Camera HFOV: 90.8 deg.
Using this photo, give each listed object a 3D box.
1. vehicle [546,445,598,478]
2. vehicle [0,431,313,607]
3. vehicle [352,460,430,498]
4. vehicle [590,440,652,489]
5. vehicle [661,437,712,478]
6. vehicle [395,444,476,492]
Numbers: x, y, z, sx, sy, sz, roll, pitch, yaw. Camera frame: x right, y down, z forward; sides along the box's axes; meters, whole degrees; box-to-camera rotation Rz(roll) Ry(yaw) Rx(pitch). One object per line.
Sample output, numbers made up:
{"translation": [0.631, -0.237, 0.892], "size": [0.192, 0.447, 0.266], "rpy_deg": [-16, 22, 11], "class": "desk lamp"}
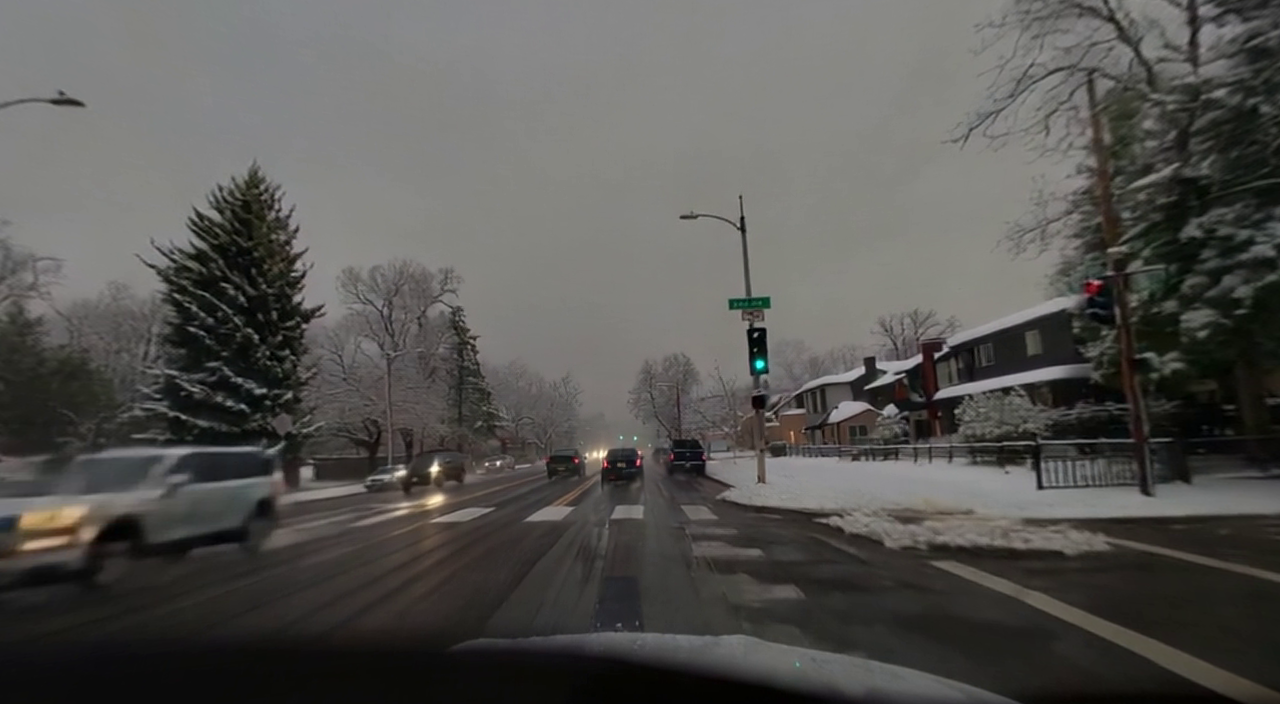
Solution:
{"translation": [-3.349, 5.462, 31.859], "size": [2.117, 1.528, 4.277], "rpy_deg": [0, -8, 0], "class": "vehicle"}
{"translation": [-6.479, 1.975, 8.428], "size": [1.958, 1.706, 4.281], "rpy_deg": [-1, -8, -1], "class": "vehicle"}
{"translation": [-12.710, 6.458, 32.566], "size": [2.050, 1.518, 5.115], "rpy_deg": [-3, -8, -1], "class": "vehicle"}
{"translation": [-0.657, 4.016, 22.836], "size": [2.041, 1.575, 4.304], "rpy_deg": [0, -8, -1], "class": "vehicle"}
{"translation": [2.243, 5.259, 31.717], "size": [2.119, 1.884, 4.567], "rpy_deg": [0, -8, -1], "class": "vehicle"}
{"translation": [-9.508, 5.377, 29.795], "size": [2.105, 1.858, 4.903], "rpy_deg": [-6, -8, 0], "class": "vehicle"}
